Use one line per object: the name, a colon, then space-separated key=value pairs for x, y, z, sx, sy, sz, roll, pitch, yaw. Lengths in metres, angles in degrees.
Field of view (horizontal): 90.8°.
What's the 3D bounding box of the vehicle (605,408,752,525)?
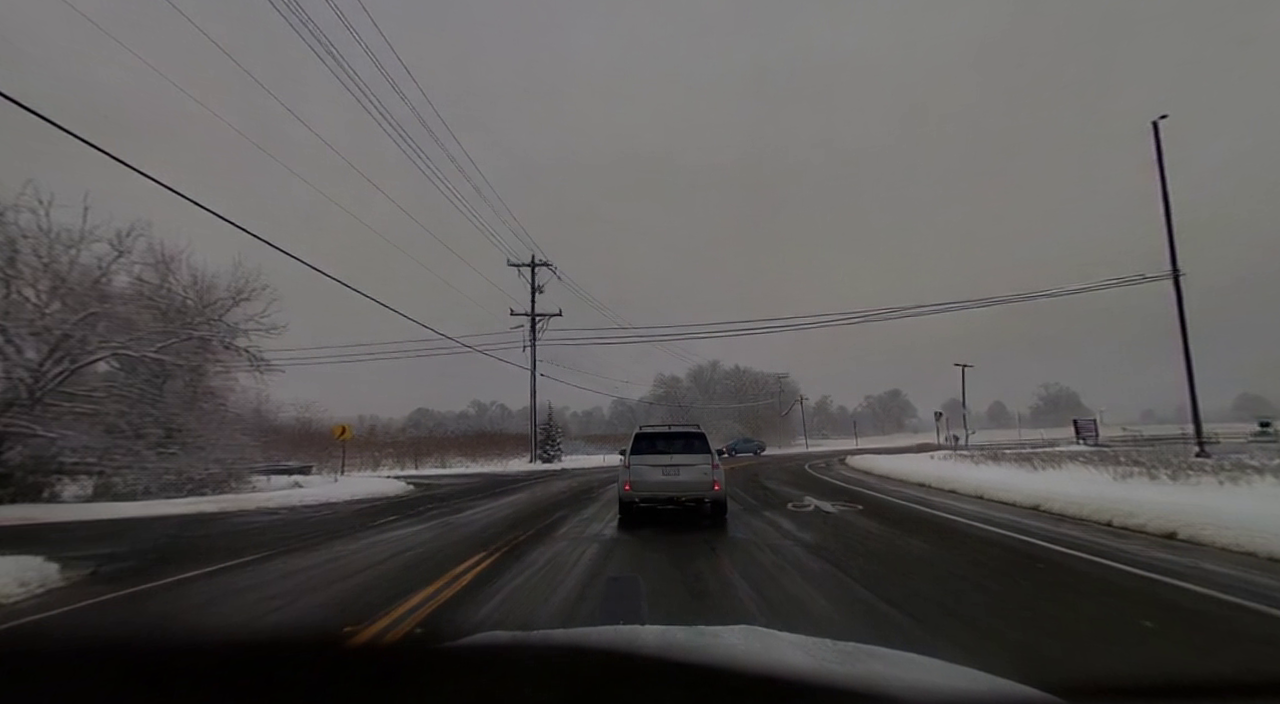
vehicle: x=0.678 y=2.192 z=12.539 sx=2.364 sy=1.859 sz=4.538 roll=0 pitch=-9 yaw=2
